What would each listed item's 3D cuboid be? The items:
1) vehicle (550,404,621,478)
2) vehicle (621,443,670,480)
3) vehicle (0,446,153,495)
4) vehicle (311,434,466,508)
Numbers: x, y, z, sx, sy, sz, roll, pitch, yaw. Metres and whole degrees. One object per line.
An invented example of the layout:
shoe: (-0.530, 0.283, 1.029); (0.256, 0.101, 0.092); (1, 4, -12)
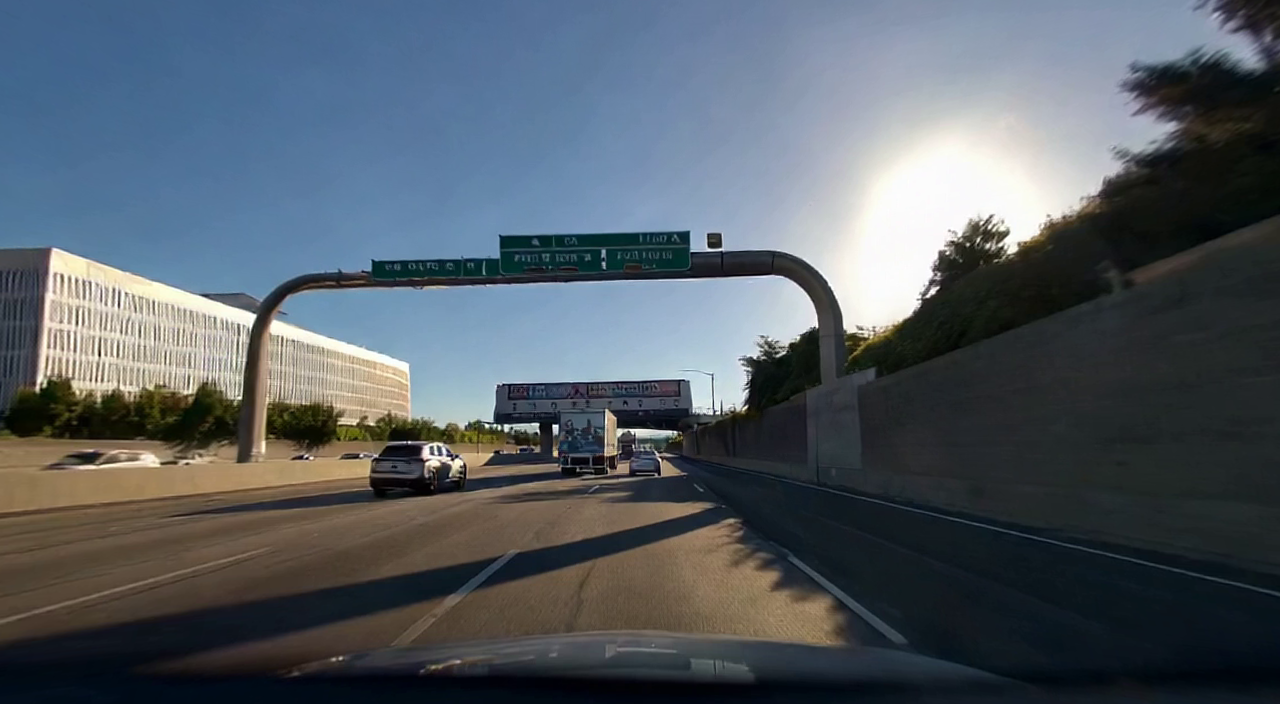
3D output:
vehicle: (-2.713, 4.874, 34.064); (2.794, 3.460, 8.595); (0, -9, 2)
vehicle: (0.256, 5.151, 29.855); (2.168, 1.597, 3.615); (0, -9, 1)
vehicle: (-19.258, 3.936, 21.359); (1.893, 1.454, 4.479); (0, -9, 0)
vehicle: (-6.380, 3.073, 16.687); (2.124, 1.674, 4.541); (0, -9, 1)
